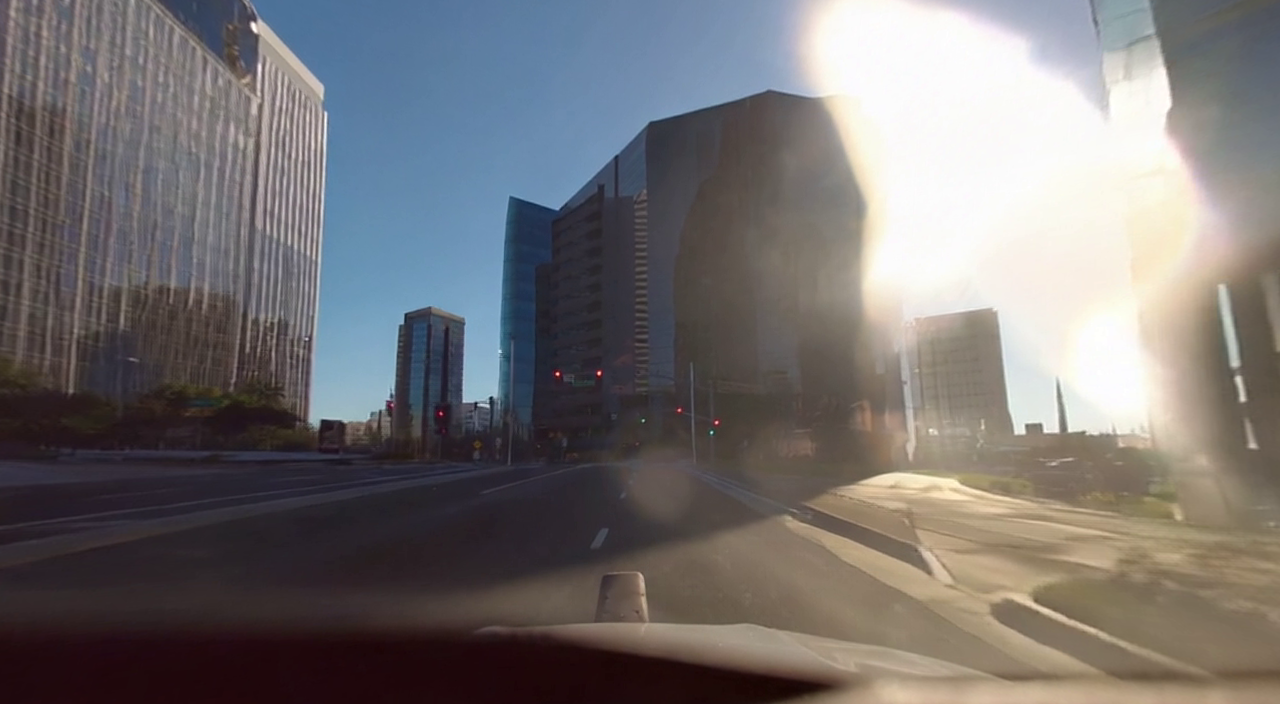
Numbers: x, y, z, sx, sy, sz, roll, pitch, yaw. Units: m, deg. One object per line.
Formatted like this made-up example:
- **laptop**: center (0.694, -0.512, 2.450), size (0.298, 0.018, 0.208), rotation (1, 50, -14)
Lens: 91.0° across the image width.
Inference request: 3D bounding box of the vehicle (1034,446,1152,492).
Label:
- **vehicle**: center (28.318, 7.482, 39.771), size (2.599, 2.380, 6.013), rotation (1, -15, -3)
